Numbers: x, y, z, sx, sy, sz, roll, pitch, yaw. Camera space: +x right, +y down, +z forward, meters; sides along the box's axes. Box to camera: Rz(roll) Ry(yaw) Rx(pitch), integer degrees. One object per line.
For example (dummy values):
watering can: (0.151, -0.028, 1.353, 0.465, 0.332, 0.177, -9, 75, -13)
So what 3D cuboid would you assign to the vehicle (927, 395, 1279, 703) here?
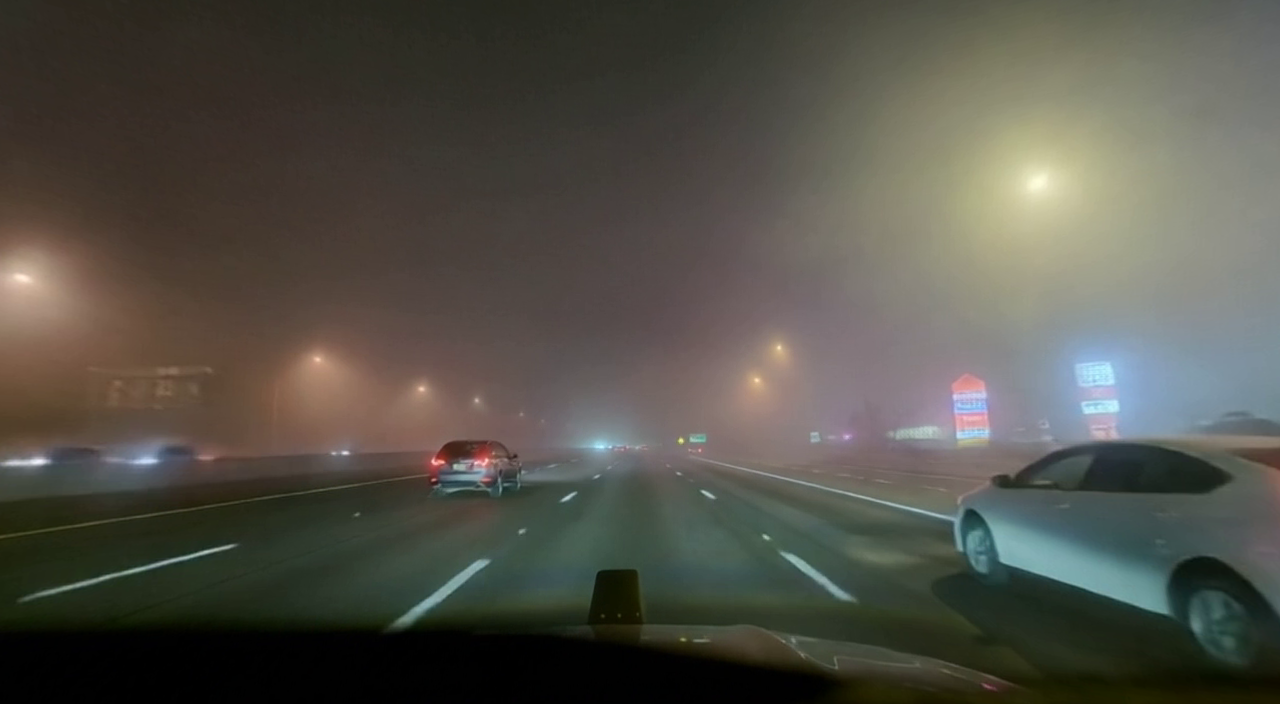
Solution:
vehicle: (3.928, 1.080, 3.681, 2.164, 1.507, 4.914, 0, -8, -1)

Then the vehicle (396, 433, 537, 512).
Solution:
vehicle: (-3.707, 2.653, 14.372, 1.939, 1.508, 4.272, 0, -8, 1)

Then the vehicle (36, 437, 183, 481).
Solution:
vehicle: (-18.942, 3.825, 22.790, 1.920, 1.437, 3.849, 0, -8, 0)
